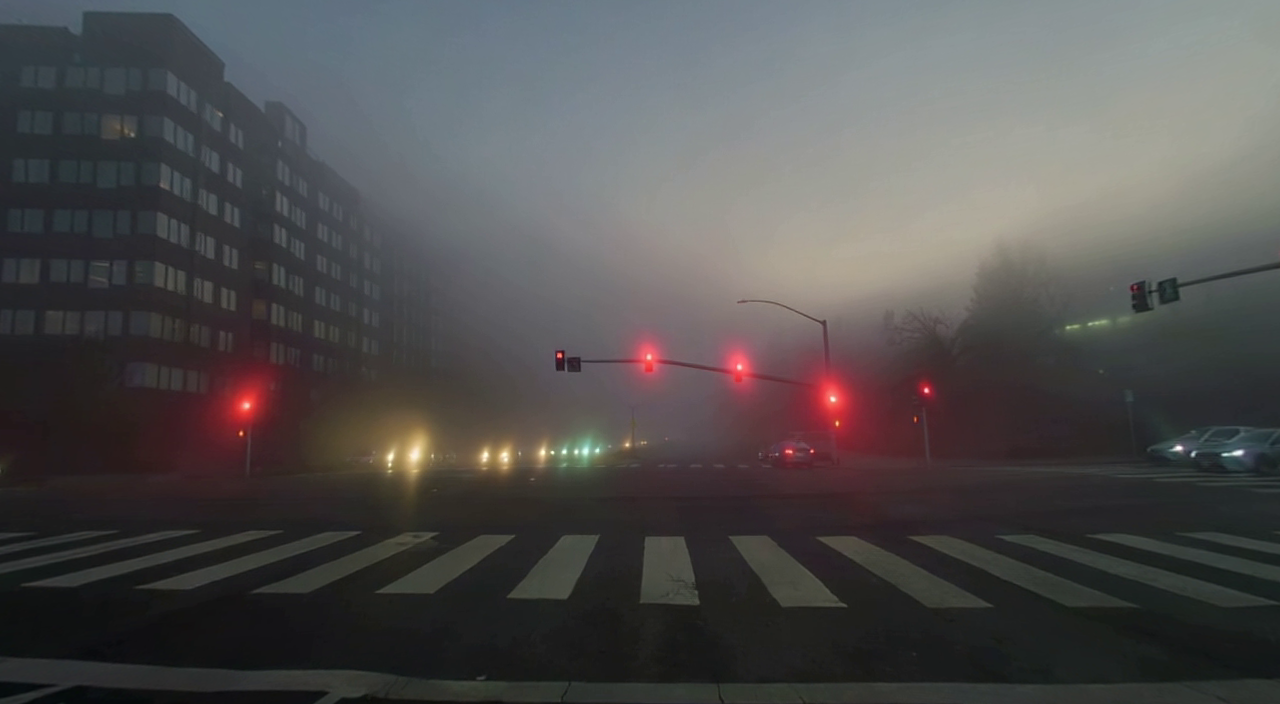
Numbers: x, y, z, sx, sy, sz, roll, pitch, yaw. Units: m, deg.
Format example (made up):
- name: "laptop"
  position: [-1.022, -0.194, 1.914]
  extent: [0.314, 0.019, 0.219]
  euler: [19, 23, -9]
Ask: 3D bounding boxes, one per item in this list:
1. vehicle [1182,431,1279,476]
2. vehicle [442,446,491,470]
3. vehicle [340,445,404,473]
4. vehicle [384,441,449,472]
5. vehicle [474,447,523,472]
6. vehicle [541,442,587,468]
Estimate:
- name: "vehicle"
  position: [22.313, 3.572, 22.367]
  extent: [4.474, 1.477, 1.908]
  euler: [0, -9, -3]
- name: "vehicle"
  position: [-11.683, 7.147, 42.770]
  extent: [2.003, 1.476, 4.297]
  euler: [-1, -9, 1]
- name: "vehicle"
  position: [-18.568, 7.411, 44.076]
  extent: [2.237, 1.842, 5.116]
  euler: [0, -9, 0]
- name: "vehicle"
  position: [-15.156, 7.124, 43.249]
  extent: [2.340, 1.946, 5.450]
  euler: [-1, -9, 1]
- name: "vehicle"
  position: [-8.028, 6.131, 36.195]
  extent: [1.910, 1.288, 4.093]
  euler: [0, -9, 0]
- name: "vehicle"
  position: [-4.596, 6.295, 38.754]
  extent: [2.109, 1.461, 4.637]
  euler: [-1, -9, 2]
